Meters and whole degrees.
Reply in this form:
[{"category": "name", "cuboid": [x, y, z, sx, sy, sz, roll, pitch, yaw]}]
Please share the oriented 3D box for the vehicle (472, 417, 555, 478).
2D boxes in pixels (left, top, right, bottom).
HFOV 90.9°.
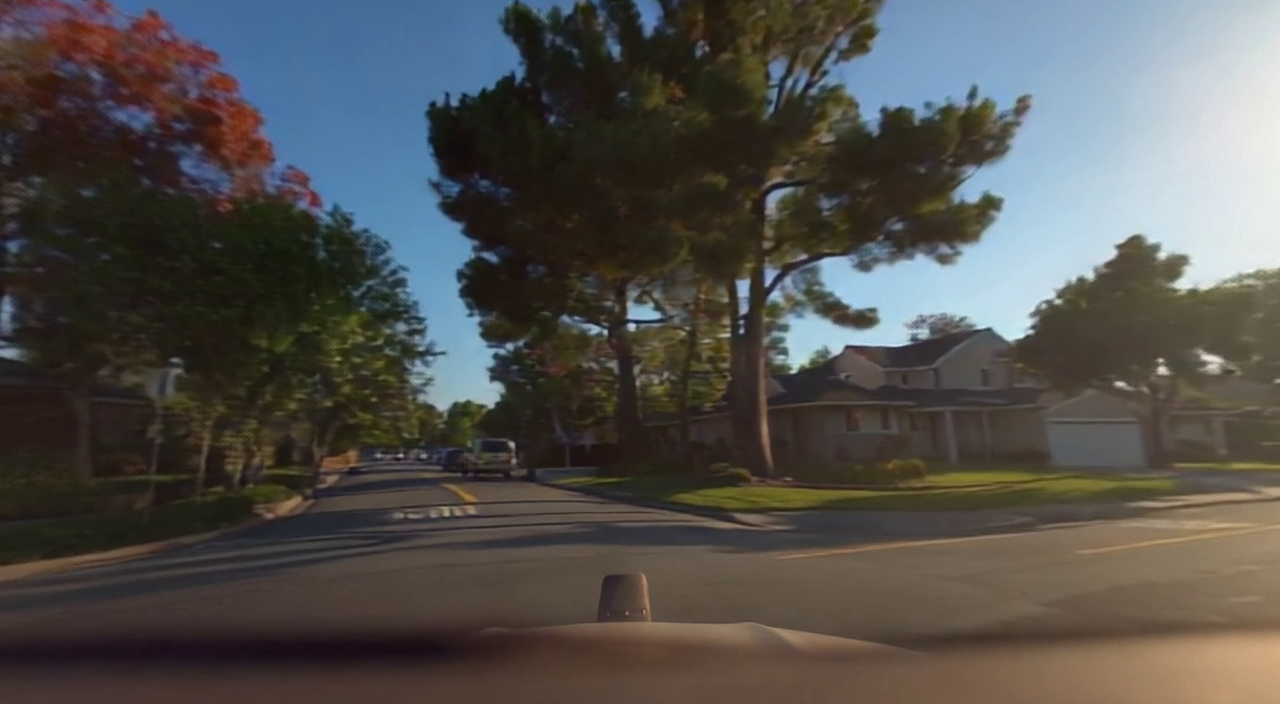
[{"category": "vehicle", "cuboid": [-7.235, 5.265, 35.465, 2.718, 3.089, 6.380, 4, -8, -28]}]
